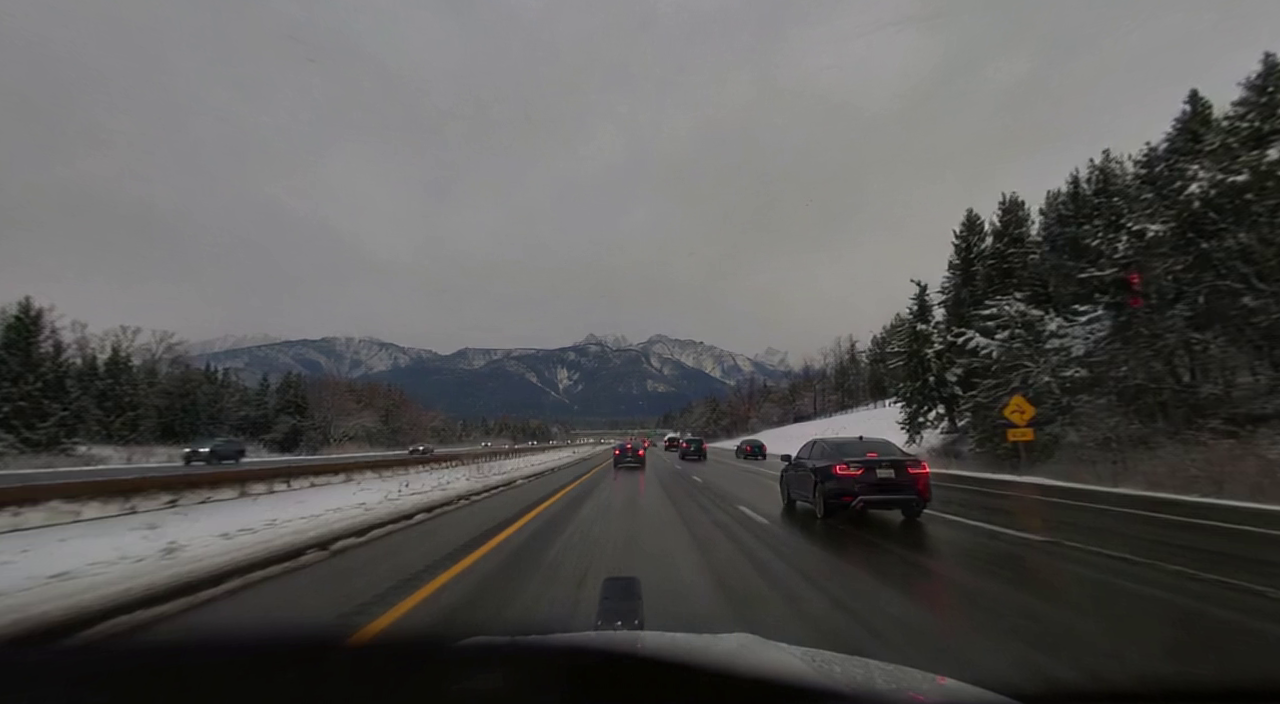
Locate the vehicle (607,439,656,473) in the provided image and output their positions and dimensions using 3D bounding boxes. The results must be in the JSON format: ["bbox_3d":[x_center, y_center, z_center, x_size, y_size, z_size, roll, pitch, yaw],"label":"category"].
[{"bbox_3d":[-0.358,4.722,28.725,2.085,1.449,3.860,0,-8,0],"label":"vehicle"}]

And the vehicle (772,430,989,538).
[{"bbox_3d":[3.713,2.109,10.709,1.957,1.447,4.241,0,-8,-1],"label":"vehicle"}]

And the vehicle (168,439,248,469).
[{"bbox_3d":[-28.235,6.672,41.332,1.948,1.867,4.621,0,-8,0],"label":"vehicle"}]

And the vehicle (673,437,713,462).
[{"bbox_3d":[3.761,7.007,45.226,2.436,1.704,4.694,0,-8,0],"label":"vehicle"}]

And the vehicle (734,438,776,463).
[{"bbox_3d":[7.720,6.657,42.698,1.996,1.637,3.990,0,-8,-1],"label":"vehicle"}]
